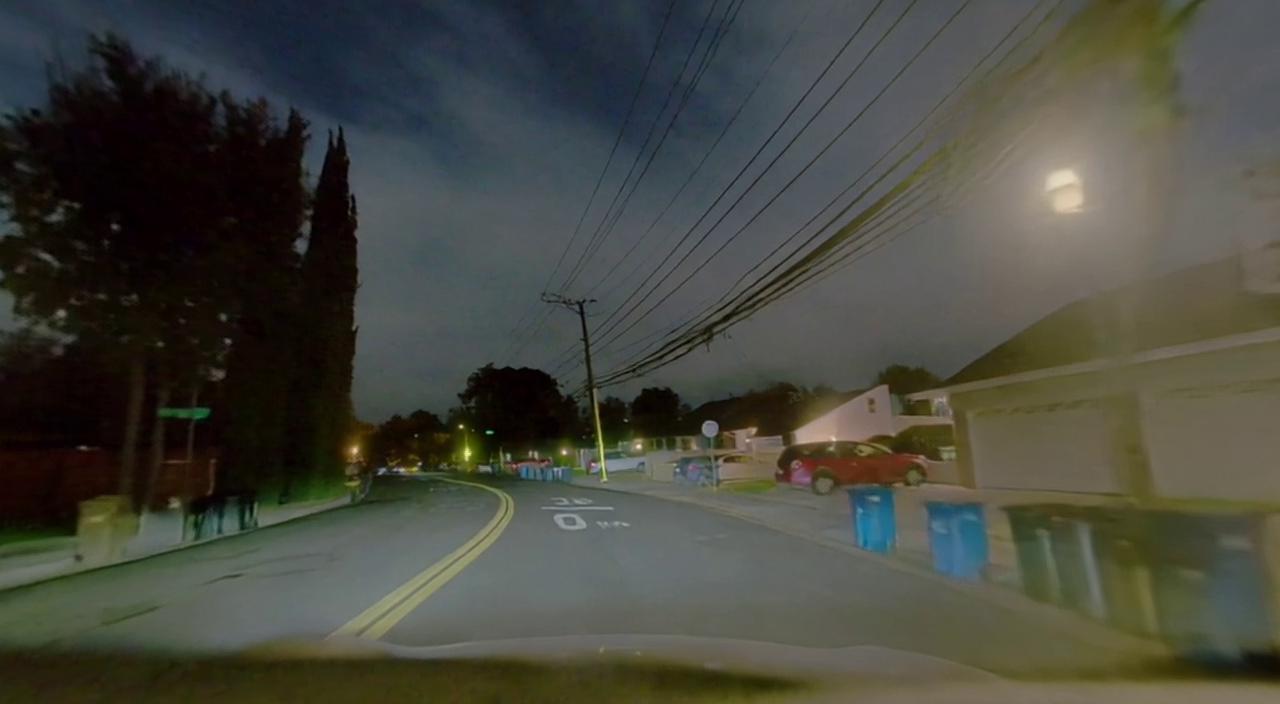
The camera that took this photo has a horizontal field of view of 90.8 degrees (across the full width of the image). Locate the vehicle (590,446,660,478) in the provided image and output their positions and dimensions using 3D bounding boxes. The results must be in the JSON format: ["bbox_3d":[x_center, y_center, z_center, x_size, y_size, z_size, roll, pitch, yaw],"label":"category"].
[{"bbox_3d":[-1.053,7.500,43.281,4.337,1.768,1.962,-1,-8,-21],"label":"vehicle"}]

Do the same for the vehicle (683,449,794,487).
[{"bbox_3d":[4.265,5.027,27.645,4.382,1.531,1.925,2,-9,-14],"label":"vehicle"}]

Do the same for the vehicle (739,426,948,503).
[{"bbox_3d":[5.824,3.275,18.482,5.229,1.790,2.153,-2,-11,-10],"label":"vehicle"}]
